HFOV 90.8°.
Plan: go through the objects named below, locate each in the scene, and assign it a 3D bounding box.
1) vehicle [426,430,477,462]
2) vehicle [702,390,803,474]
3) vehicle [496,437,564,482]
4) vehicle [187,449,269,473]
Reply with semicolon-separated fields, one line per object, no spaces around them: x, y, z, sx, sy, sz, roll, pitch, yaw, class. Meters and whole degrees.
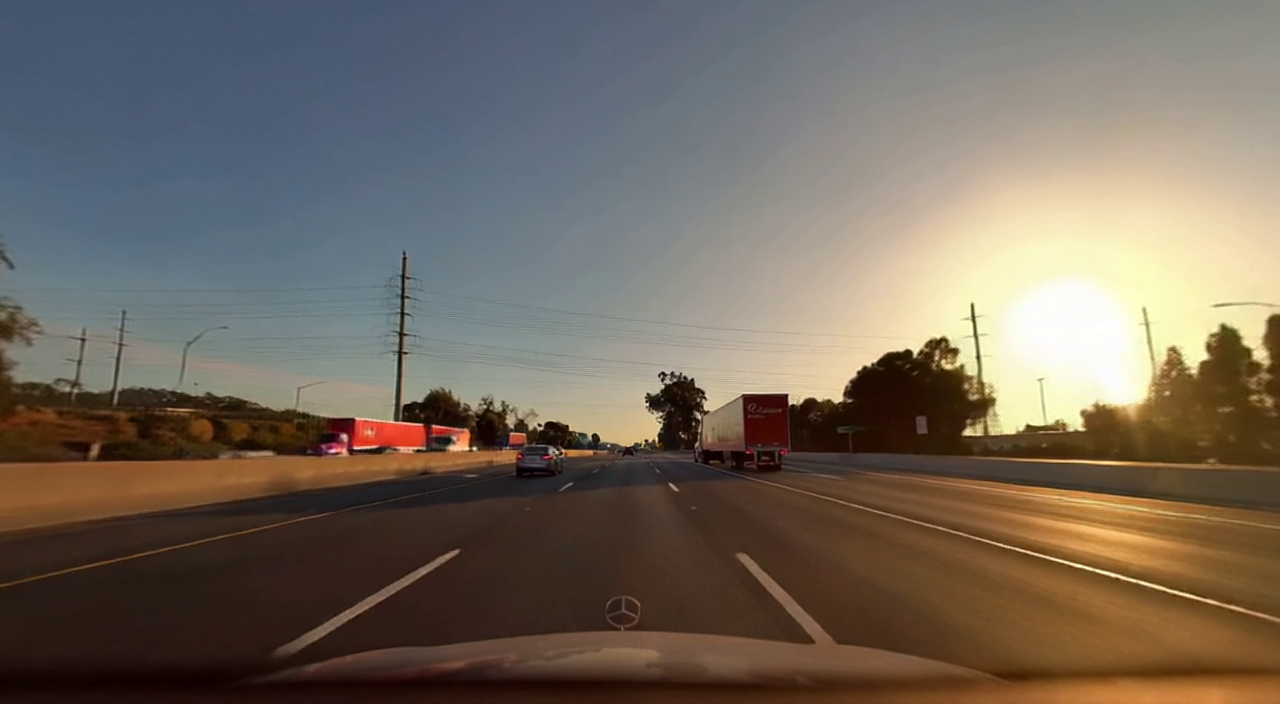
-13.780;6.943;46.583;2.215;2.225;4.941;0;-9;0;vehicle
6.375;5.167;39.382;2.919;4.195;15.833;0;-9;-2;vehicle
-4.335;4.338;25.639;2.027;1.651;4.099;0;-9;0;vehicle
-28.800;7.578;44.415;2.120;1.551;5.658;0;-9;-2;vehicle
